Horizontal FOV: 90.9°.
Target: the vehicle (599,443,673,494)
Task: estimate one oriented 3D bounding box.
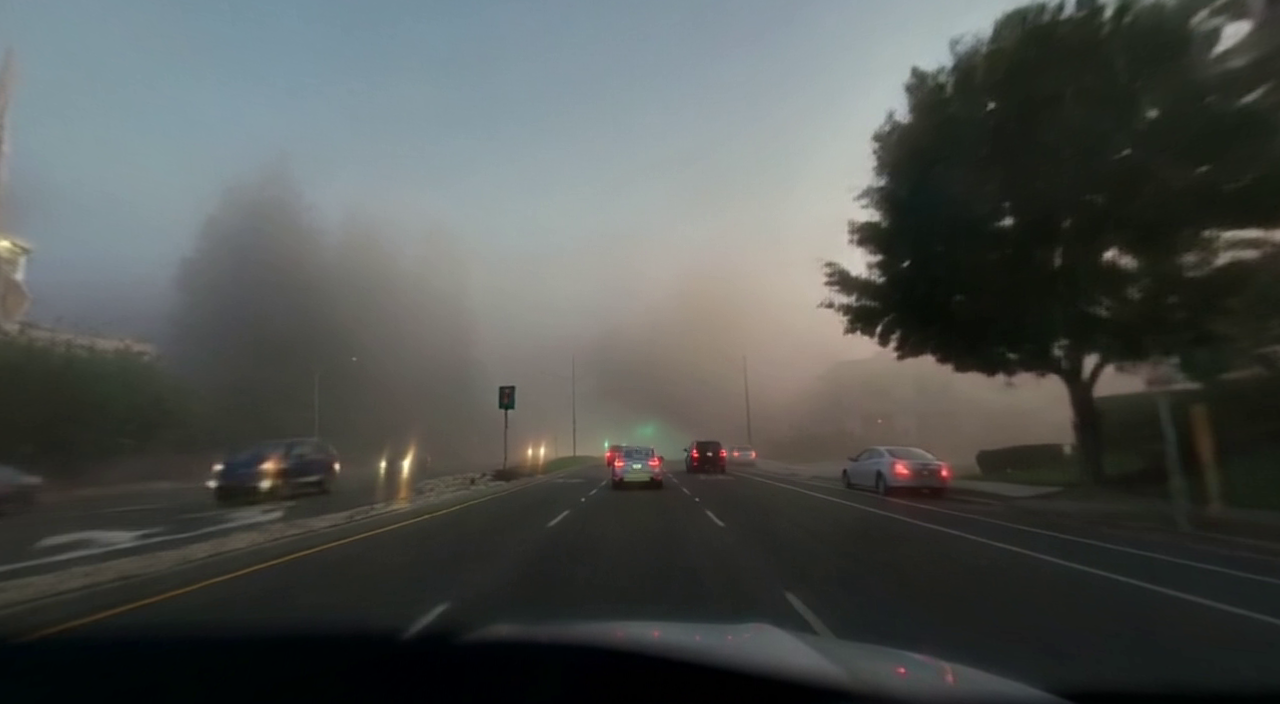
[{"bbox_3d":[-0.107,3.719,20.535,2.140,1.474,4.026,0,-8,0],"label":"vehicle"}]

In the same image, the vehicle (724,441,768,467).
[{"bbox_3d":[7.710,7.526,46.374,2.184,1.786,5.497,1,-9,-1],"label":"vehicle"}]

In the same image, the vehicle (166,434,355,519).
[{"bbox_3d":[-9.147,2.990,15.802,2.090,1.785,4.692,0,-8,-5],"label":"vehicle"}]

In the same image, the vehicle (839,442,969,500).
[{"bbox_3d":[7.612,3.445,18.749,1.980,1.497,4.345,0,-8,0],"label":"vehicle"}]

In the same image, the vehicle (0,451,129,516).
[{"bbox_3d":[-18.157,3.850,18.945,1.866,1.699,4.347,0,-8,0],"label":"vehicle"}]

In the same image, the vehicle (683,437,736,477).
[{"bbox_3d":[3.335,5.121,31.000,2.073,1.822,4.276,0,-8,0],"label":"vehicle"}]

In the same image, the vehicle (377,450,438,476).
[{"bbox_3d":[-14.258,6.799,38.951,1.901,1.468,4.689,-1,-8,2],"label":"vehicle"}]
